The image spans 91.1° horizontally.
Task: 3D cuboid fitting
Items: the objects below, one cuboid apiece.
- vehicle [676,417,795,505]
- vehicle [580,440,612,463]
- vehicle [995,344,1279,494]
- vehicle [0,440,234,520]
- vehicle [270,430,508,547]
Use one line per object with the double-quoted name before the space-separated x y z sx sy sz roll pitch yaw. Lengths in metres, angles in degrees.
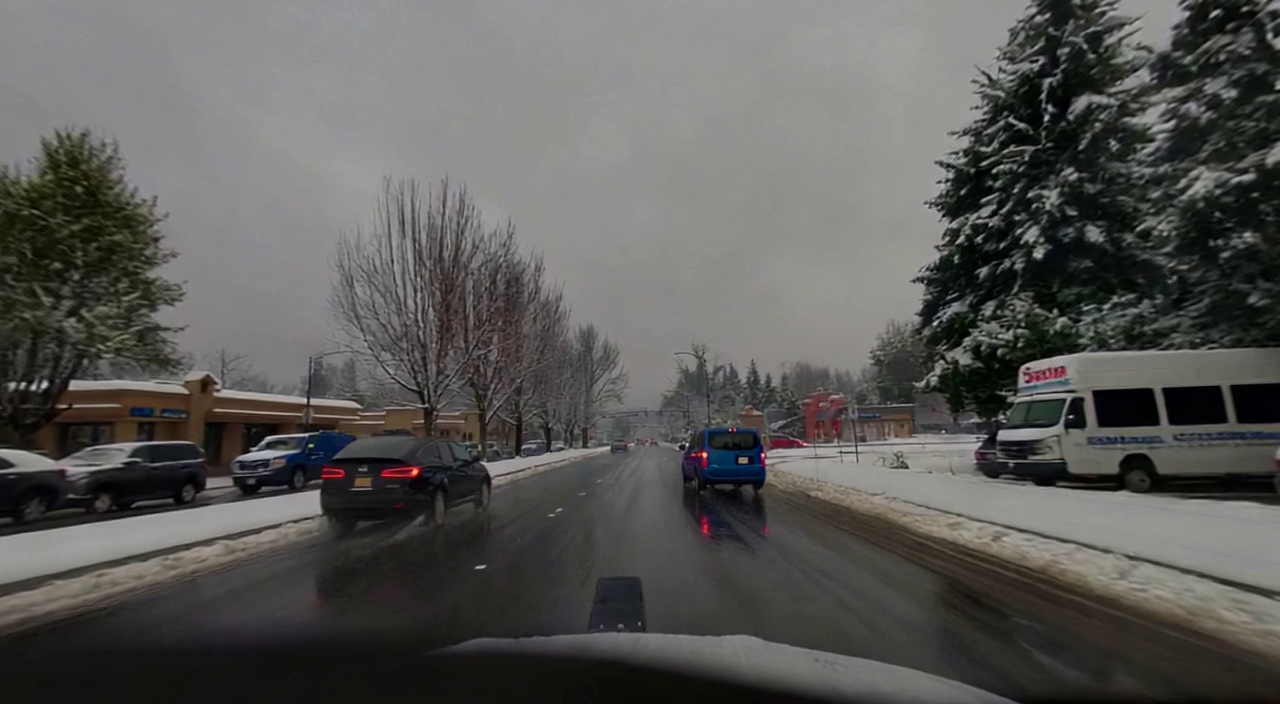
"vehicle" 2.071 2.564 15.079 2.293 1.779 4.457 -1 -8 2
"vehicle" -2.946 6.804 43.017 1.840 1.442 4.050 0 -8 1
"vehicle" 13.179 1.653 15.315 7.188 3.303 2.772 0 -8 0
"vehicle" -11.855 2.832 14.534 1.854 1.522 4.473 0 -8 0
"vehicle" -3.677 2.073 10.274 1.966 1.481 4.385 0 -8 2
